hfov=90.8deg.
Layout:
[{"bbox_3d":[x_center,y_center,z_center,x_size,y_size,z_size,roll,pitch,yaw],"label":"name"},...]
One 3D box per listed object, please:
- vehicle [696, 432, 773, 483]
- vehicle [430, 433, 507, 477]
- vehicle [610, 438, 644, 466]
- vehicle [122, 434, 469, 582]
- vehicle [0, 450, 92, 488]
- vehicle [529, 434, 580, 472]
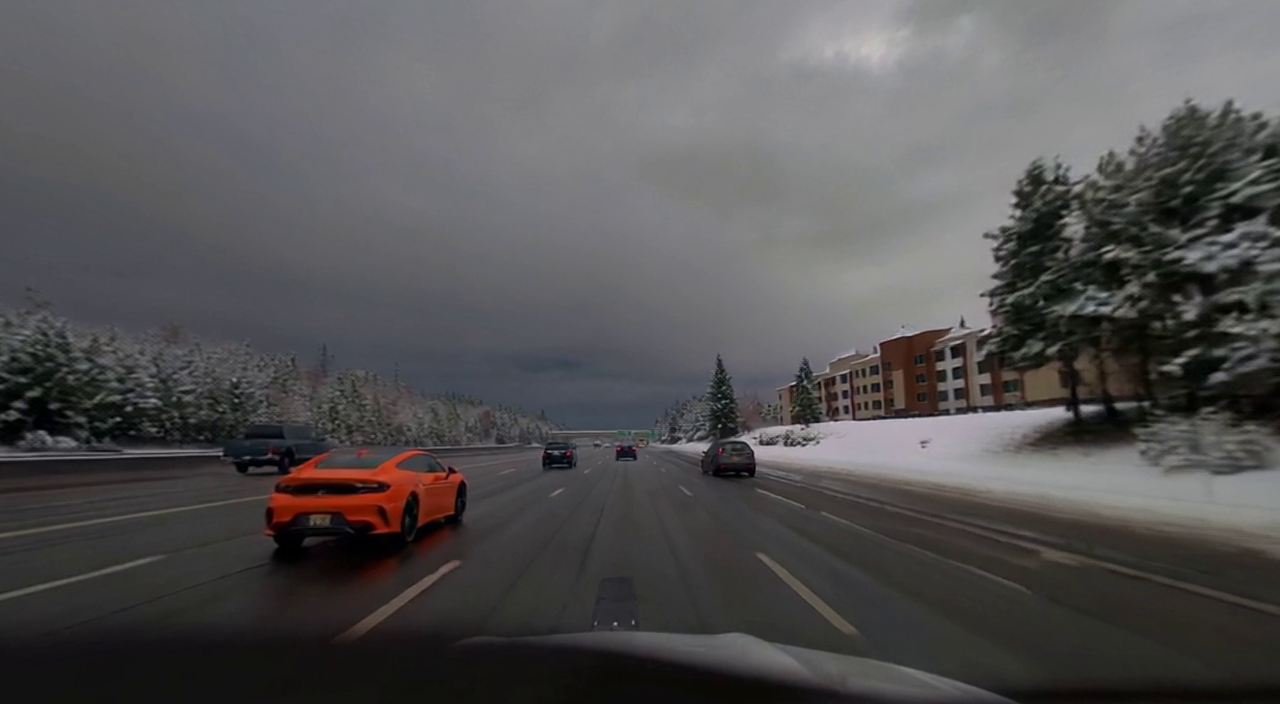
[{"bbox_3d":[3.337,3.834,23.242,2.061,1.658,4.417,0,-8,-2],"label":"vehicle"},{"bbox_3d":[-7.645,4.644,28.763,2.086,1.776,5.080,0,-8,0],"label":"vehicle"},{"bbox_3d":[-0.839,6.384,40.505,2.053,1.650,3.945,0,-8,-1],"label":"vehicle"},{"bbox_3d":[-3.977,1.861,8.447,2.124,1.426,4.444,0,-8,0],"label":"vehicle"},{"bbox_3d":[-25.863,4.845,26.390,1.816,1.457,4.598,0,-8,-1],"label":"vehicle"},{"bbox_3d":[-4.306,5.156,32.372,2.044,1.774,4.329,0,-8,0],"label":"vehicle"}]
